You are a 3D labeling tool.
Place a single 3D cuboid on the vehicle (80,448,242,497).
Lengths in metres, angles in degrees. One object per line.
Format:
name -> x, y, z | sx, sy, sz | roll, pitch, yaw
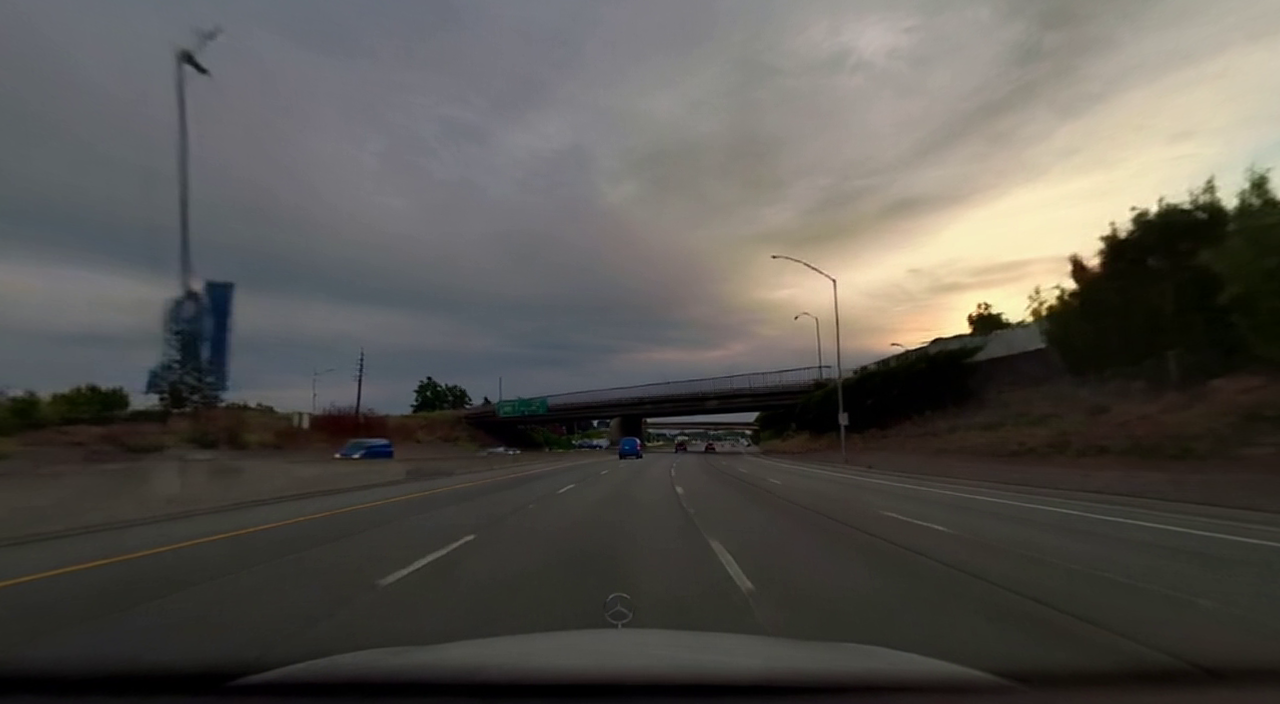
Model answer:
vehicle -> -16.960, 4.256, 22.777 | 1.978, 1.510, 4.771 | 0, -8, 2
